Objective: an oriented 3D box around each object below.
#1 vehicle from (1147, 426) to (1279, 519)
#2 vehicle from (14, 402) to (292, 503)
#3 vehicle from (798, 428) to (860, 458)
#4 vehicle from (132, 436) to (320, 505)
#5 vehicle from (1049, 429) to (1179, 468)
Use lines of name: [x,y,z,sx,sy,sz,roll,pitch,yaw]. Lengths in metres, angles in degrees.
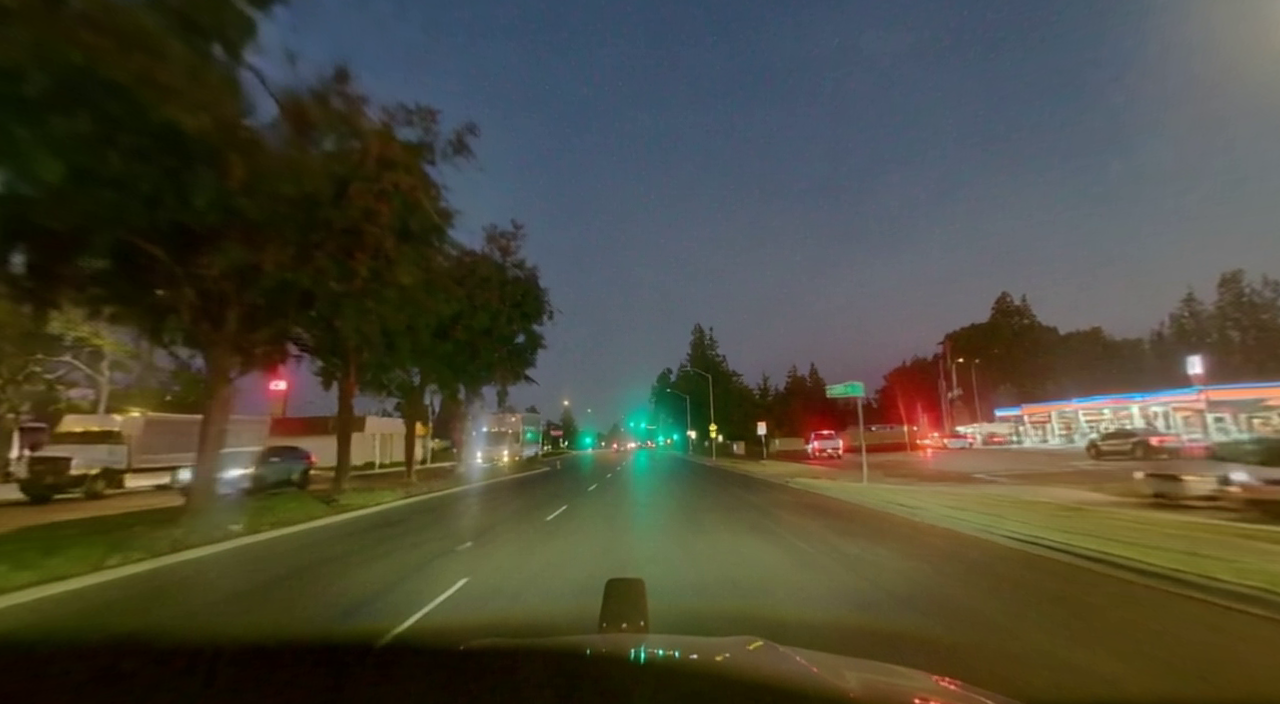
vehicle: [12.173,2.063,11.404,4.312,1.416,1.885,-3,-8,-1]
vehicle: [-19.055,4.114,26.212,2.958,3.304,10.523,0,-9,1]
vehicle: [14.546,7.003,48.619,4.203,2.206,1.934,-1,-9,7]
vehicle: [-11.293,3.230,17.731,2.078,1.656,4.624,0,-9,1]
vehicle: [23.913,4.886,31.956,4.999,1.814,2.158,-7,-11,39]
